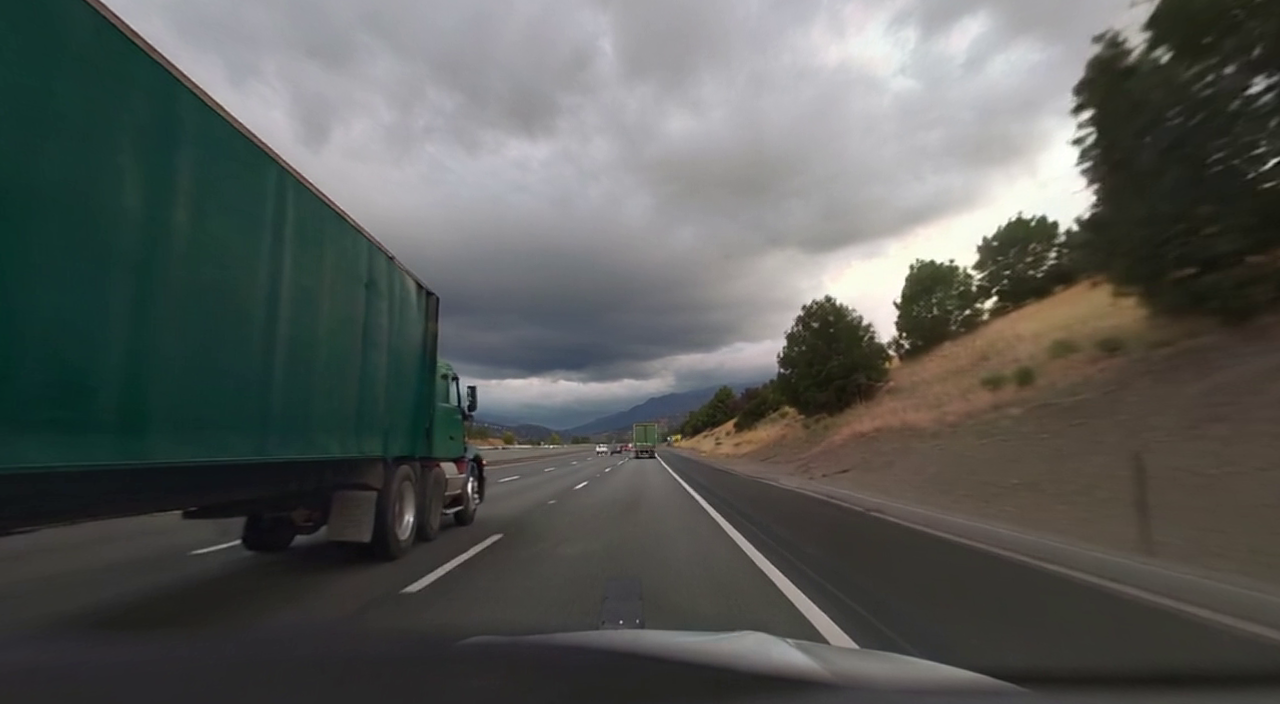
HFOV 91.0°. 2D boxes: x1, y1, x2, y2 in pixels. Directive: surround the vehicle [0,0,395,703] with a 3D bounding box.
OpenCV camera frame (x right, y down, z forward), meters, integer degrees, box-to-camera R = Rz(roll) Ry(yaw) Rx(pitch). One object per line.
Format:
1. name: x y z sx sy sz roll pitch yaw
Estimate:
1. vehicle: -3.730 -0.184 0.551 2.789 3.271 10.894 1 -9 -1
